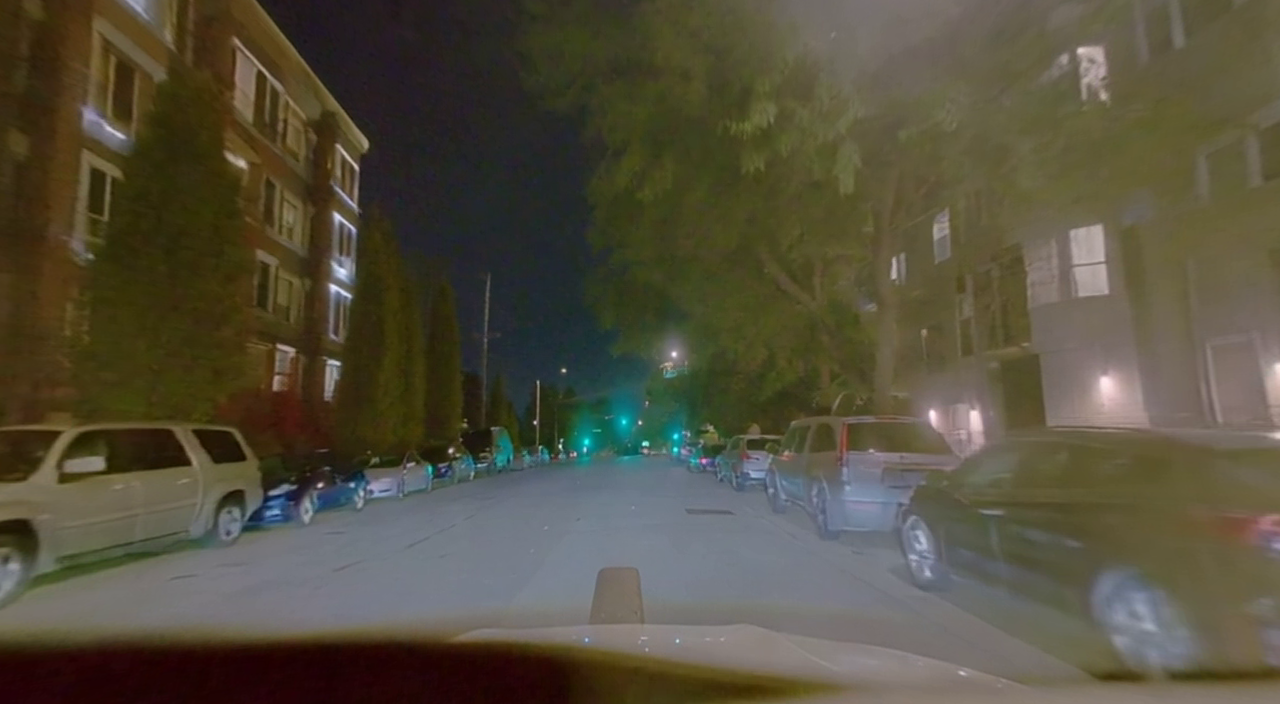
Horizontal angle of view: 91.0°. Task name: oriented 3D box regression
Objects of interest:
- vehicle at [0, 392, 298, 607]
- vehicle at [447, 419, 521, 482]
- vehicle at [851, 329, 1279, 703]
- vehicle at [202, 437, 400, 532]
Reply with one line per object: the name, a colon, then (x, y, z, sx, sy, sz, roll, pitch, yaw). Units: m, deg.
vehicle: (-7.330, 1.861, 8.391, 2.205, 2.051, 6.109, -3, -9, -1)
vehicle: (-7.544, 4.851, 31.154, 2.294, 2.707, 6.199, -2, -9, -2)
vehicle: (3.895, 1.206, 5.451, 2.214, 1.885, 5.268, 0, -8, -1)
vehicle: (-7.232, 2.826, 14.124, 1.978, 1.721, 4.589, -1, -9, -2)
